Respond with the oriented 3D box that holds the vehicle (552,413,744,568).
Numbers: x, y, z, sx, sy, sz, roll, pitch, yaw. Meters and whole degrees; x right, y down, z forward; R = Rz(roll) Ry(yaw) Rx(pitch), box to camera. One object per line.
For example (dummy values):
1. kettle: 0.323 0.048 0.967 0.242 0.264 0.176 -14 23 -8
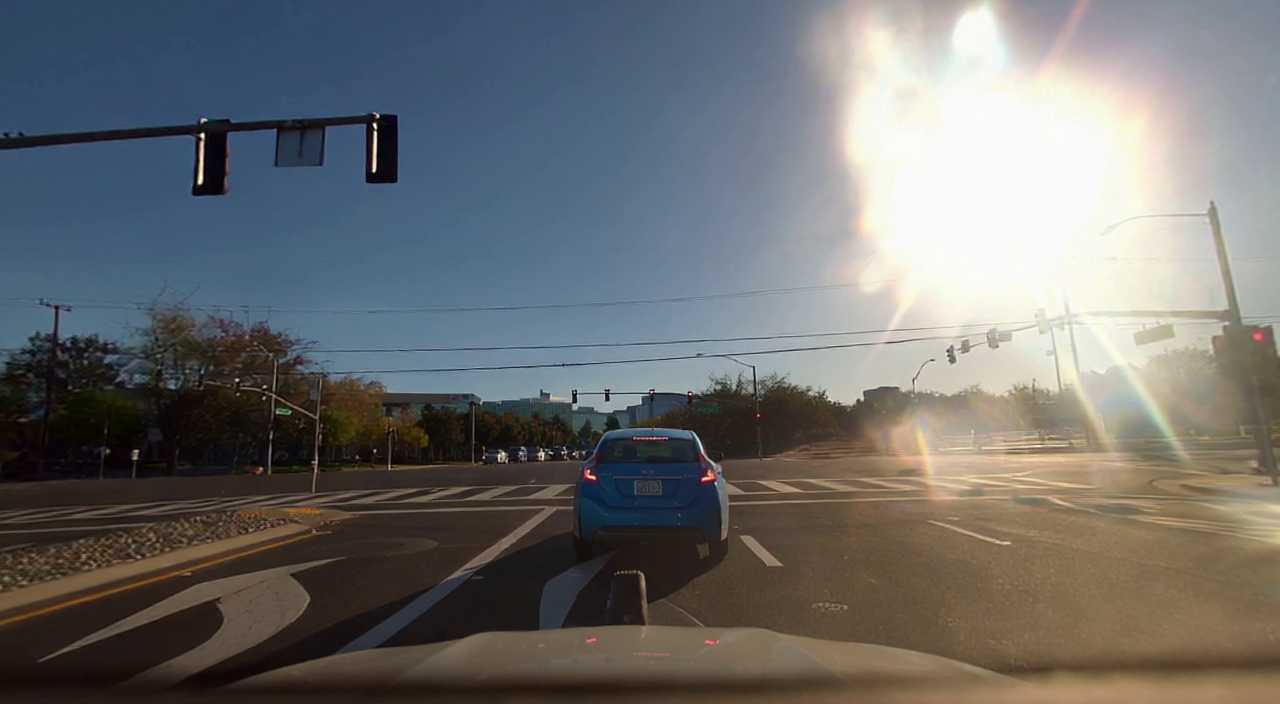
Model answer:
1. vehicle: 0.046 1.755 8.711 2.027 1.626 3.942 0 -8 -1
